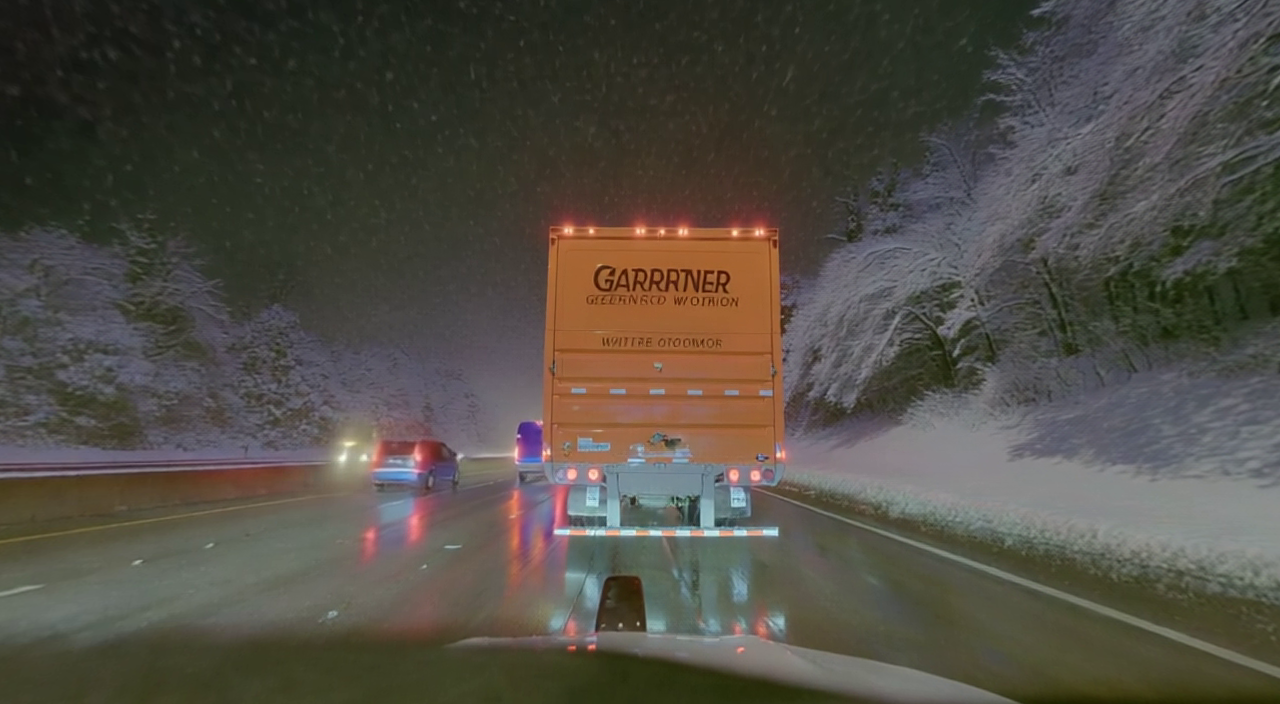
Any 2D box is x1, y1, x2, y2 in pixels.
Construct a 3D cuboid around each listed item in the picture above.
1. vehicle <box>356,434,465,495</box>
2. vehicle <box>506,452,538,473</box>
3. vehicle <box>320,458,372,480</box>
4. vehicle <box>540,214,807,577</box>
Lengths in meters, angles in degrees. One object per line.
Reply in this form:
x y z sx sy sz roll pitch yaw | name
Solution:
-8.534 4.244 24.090 2.174 2.059 5.314 0 -9 0 | vehicle
-8.658 8.105 46.449 1.617 1.465 3.546 0 -9 1 | vehicle
-20.515 8.172 44.214 1.851 1.430 3.604 0 -9 0 | vehicle
0.482 1.231 12.287 2.853 4.054 10.557 0 -9 1 | vehicle
